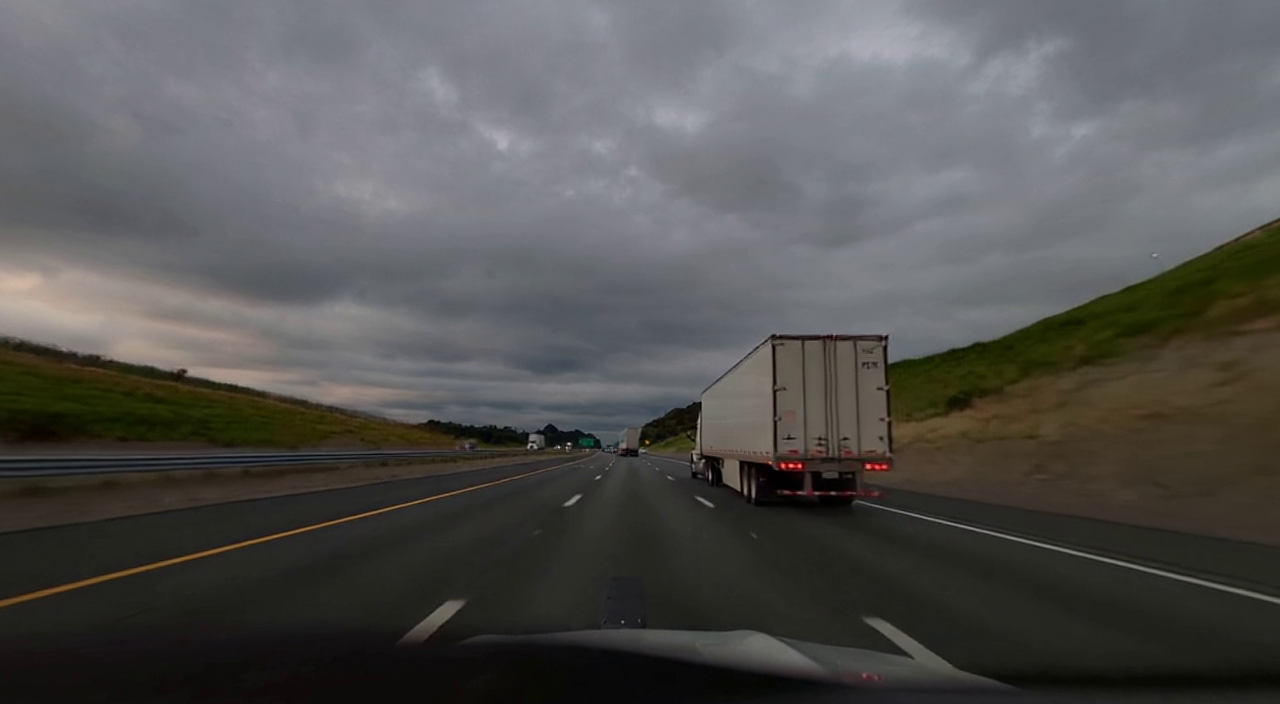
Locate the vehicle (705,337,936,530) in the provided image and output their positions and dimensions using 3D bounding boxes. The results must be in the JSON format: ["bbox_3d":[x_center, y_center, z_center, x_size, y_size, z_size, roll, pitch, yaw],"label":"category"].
[{"bbox_3d":[3.938,2.393,17.634,2.876,3.586,11.726,0,-9,-1],"label":"vehicle"}]
